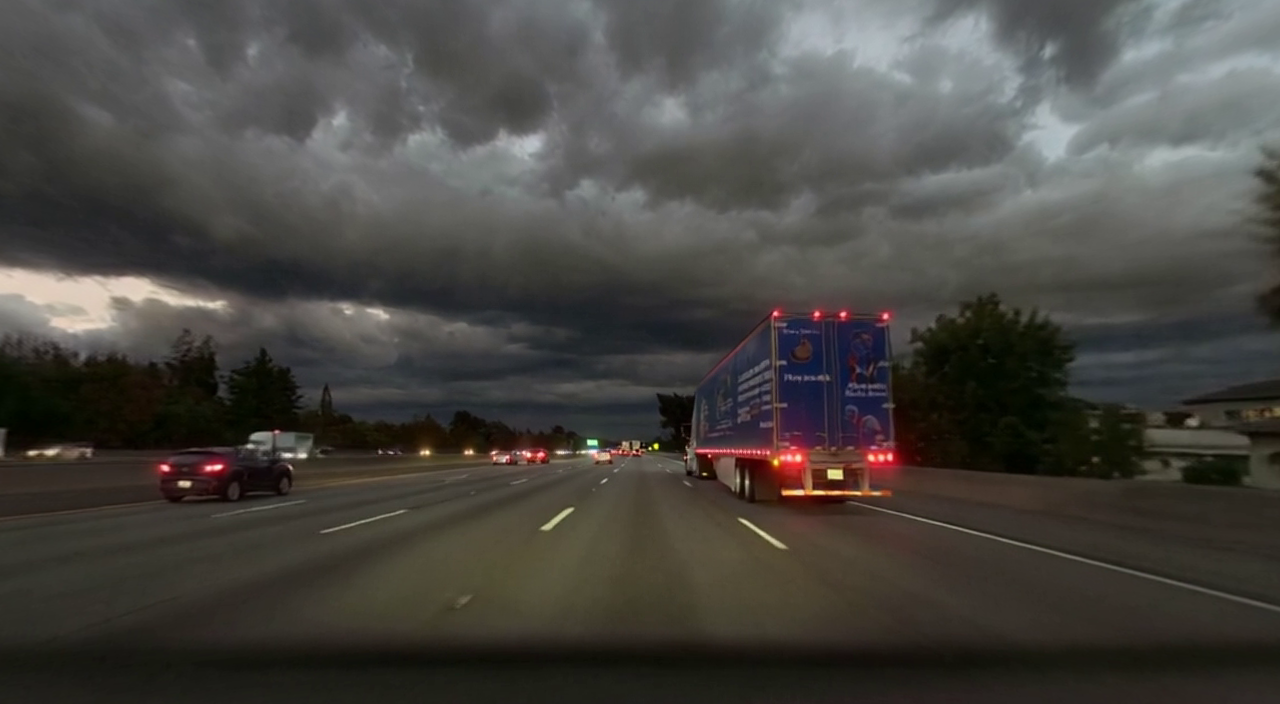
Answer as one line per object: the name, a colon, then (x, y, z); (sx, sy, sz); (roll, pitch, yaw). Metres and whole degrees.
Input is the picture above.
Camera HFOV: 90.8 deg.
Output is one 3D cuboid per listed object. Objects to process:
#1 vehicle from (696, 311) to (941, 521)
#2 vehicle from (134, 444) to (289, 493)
vehicle: (4.140, 2.367, 20.090); (3.140, 4.100, 15.551); (0, -9, 0)
vehicle: (-14.434, 3.922, 21.715); (1.982, 1.471, 4.747); (0, -9, 0)
